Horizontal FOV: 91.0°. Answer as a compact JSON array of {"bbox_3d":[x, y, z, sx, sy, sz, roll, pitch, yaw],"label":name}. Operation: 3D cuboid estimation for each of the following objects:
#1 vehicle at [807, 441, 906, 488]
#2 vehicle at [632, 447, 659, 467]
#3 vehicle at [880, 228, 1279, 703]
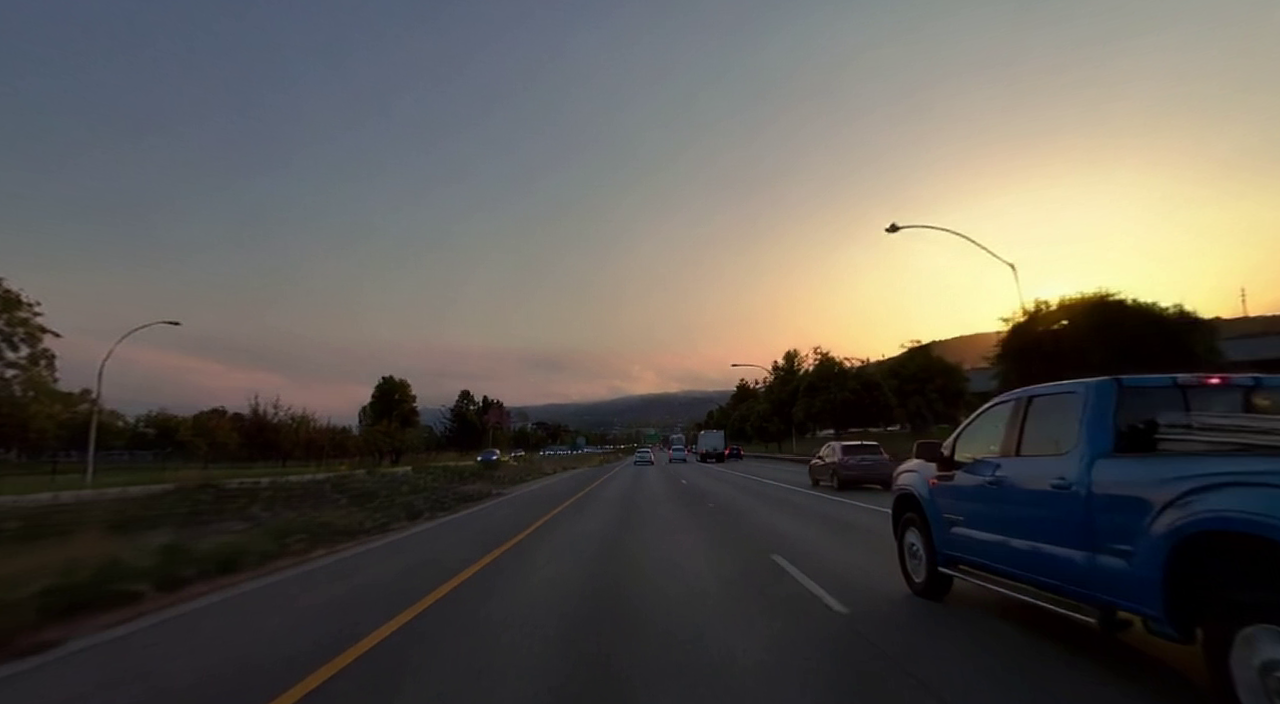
[{"bbox_3d":[7.766,4.064,23.063,1.989,1.526,4.443,0,-9,-1],"label":"vehicle"},{"bbox_3d":[0.410,8.106,48.700,2.030,1.473,3.926,0,-9,0],"label":"vehicle"},{"bbox_3d":[3.580,0.742,3.399,2.354,2.079,5.586,0,-9,0],"label":"vehicle"}]
